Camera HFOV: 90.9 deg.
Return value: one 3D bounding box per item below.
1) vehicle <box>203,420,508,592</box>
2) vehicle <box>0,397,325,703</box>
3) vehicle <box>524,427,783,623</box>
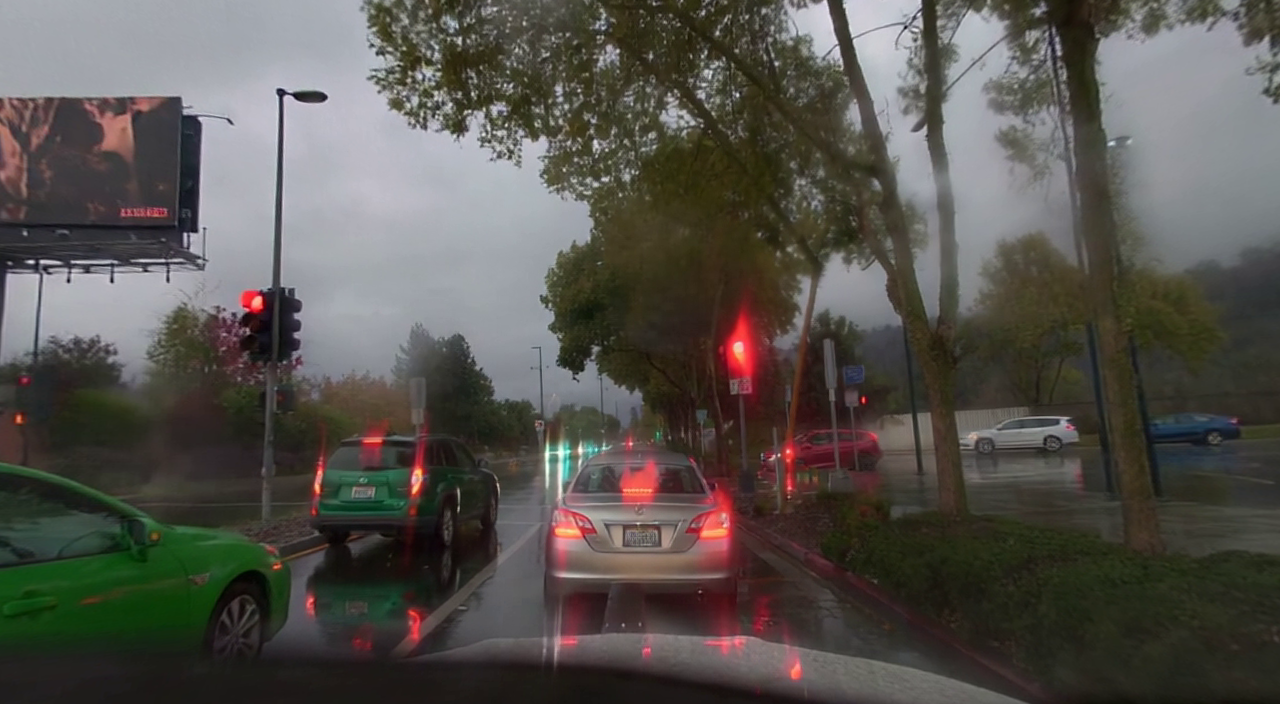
[{"bbox_3d":[-3.166,1.795,8.136,1.950,1.628,4.082,-1,-9,1],"label":"vehicle"},{"bbox_3d":[-3.145,0.964,2.422,1.808,1.520,3.846,-1,-9,1],"label":"vehicle"},{"bbox_3d":[0.041,1.590,6.622,1.977,1.467,3.474,0,-9,-2],"label":"vehicle"}]
